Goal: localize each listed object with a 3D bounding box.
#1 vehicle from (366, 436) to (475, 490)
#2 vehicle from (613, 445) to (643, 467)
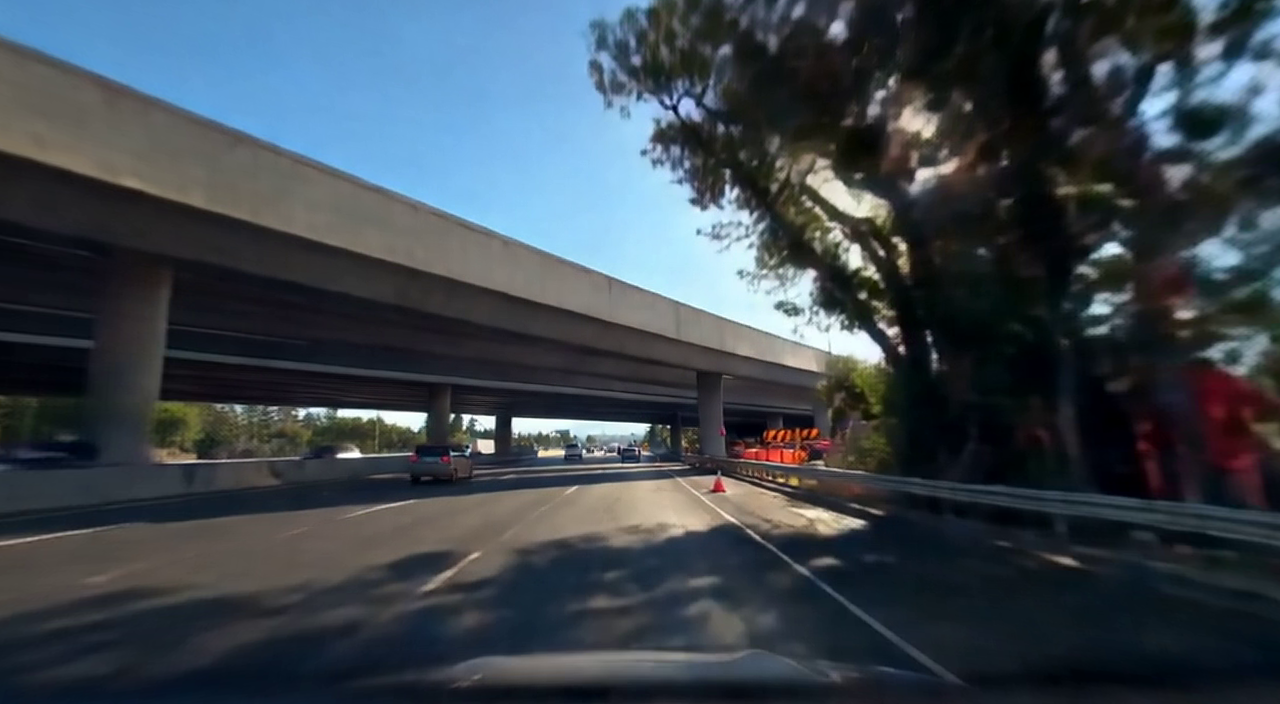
[{"bbox_3d":[-7.240,3.695,21.361,2.128,1.604,4.279,0,-9,0],"label":"vehicle"},{"bbox_3d":[-0.825,7.384,45.085,2.051,1.459,4.092,0,-9,-1],"label":"vehicle"}]
